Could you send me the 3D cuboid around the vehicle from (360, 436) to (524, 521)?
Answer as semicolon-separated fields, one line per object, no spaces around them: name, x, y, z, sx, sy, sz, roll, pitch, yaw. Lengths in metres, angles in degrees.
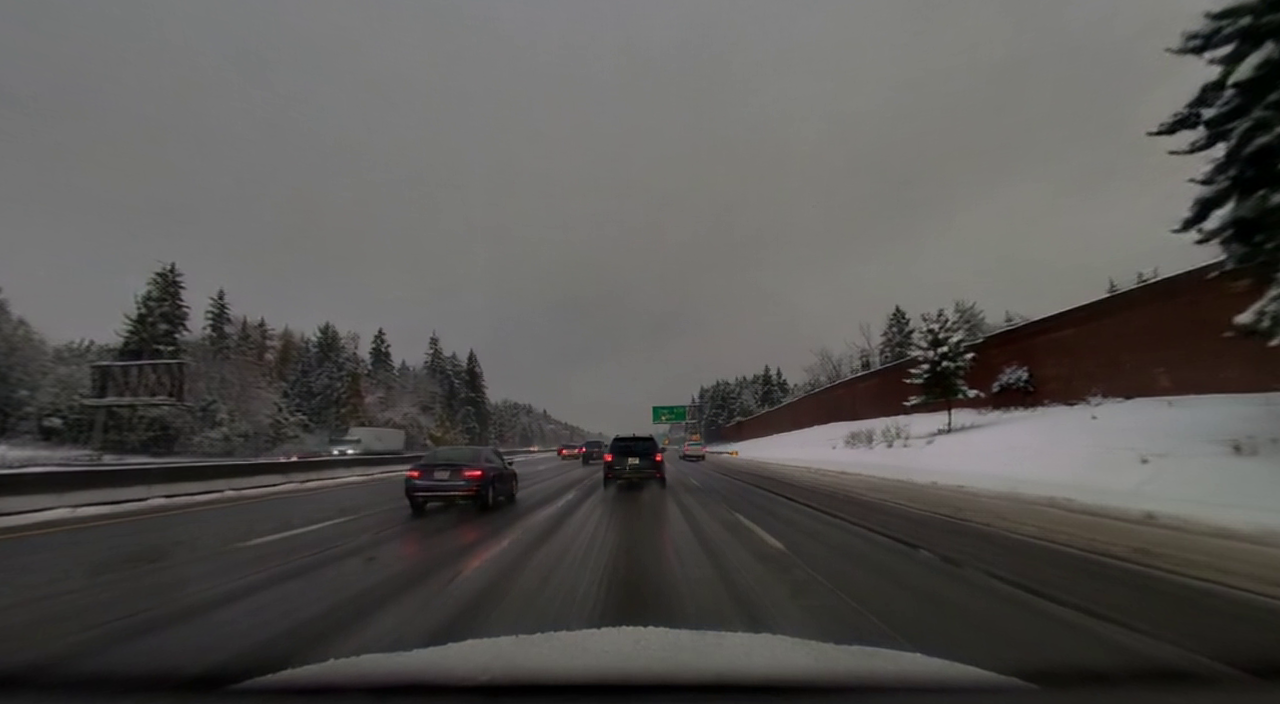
vehicle;-3.772;2.491;12.926;1.967;1.442;4.143;0;-9;1

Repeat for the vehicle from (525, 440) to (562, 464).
vehicle;-7.255;7.587;47.742;2.024;1.706;4.249;0;-9;1

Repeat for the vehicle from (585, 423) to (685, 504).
vehicle;-0.117;2.836;16.345;2.233;1.804;4.273;0;-9;0
